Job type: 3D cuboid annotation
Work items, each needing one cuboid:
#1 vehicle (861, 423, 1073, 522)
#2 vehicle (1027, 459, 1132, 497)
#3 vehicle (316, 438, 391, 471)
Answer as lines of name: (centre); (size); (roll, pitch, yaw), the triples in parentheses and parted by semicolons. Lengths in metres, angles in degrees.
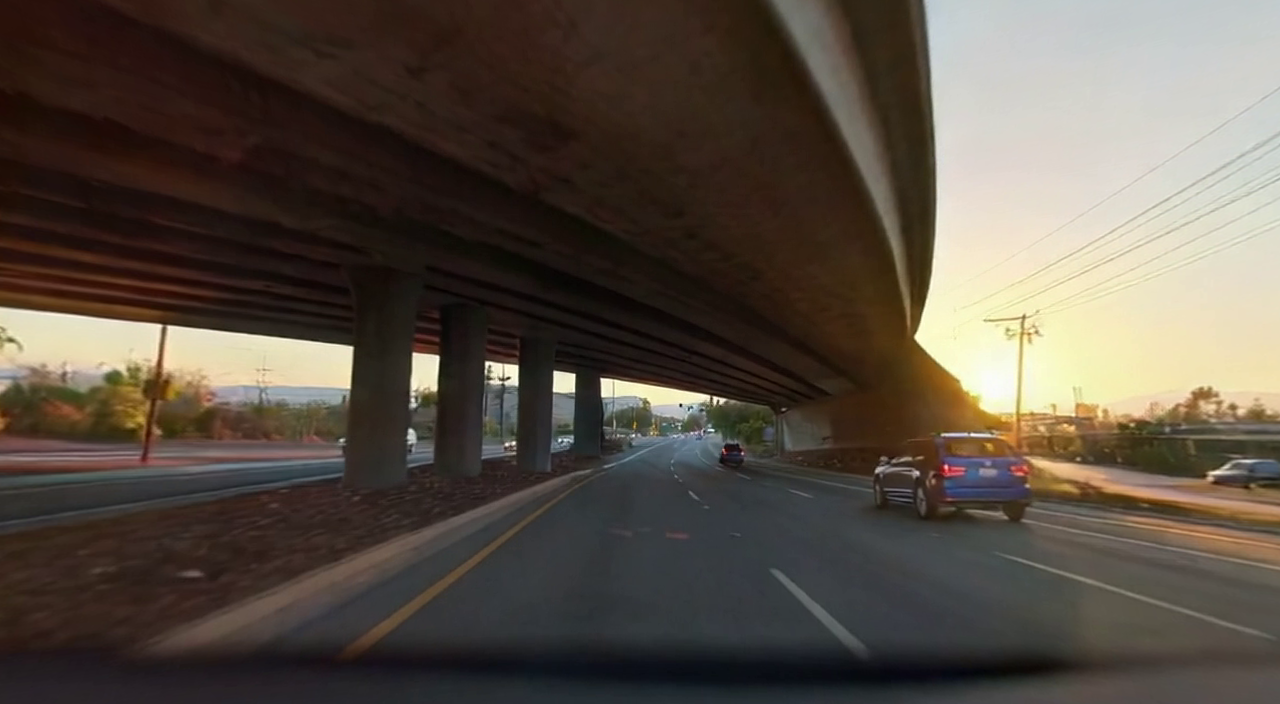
vehicle: (7.417, 2.786, 15.243); (2.331, 1.872, 5.378); (-2, -8, 2)
vehicle: (23.220, 6.637, 33.683); (1.940, 1.665, 4.917); (-3, -8, -1)
vehicle: (-14.504, 5.196, 32.333); (1.961, 1.538, 4.727); (0, -8, -5)
